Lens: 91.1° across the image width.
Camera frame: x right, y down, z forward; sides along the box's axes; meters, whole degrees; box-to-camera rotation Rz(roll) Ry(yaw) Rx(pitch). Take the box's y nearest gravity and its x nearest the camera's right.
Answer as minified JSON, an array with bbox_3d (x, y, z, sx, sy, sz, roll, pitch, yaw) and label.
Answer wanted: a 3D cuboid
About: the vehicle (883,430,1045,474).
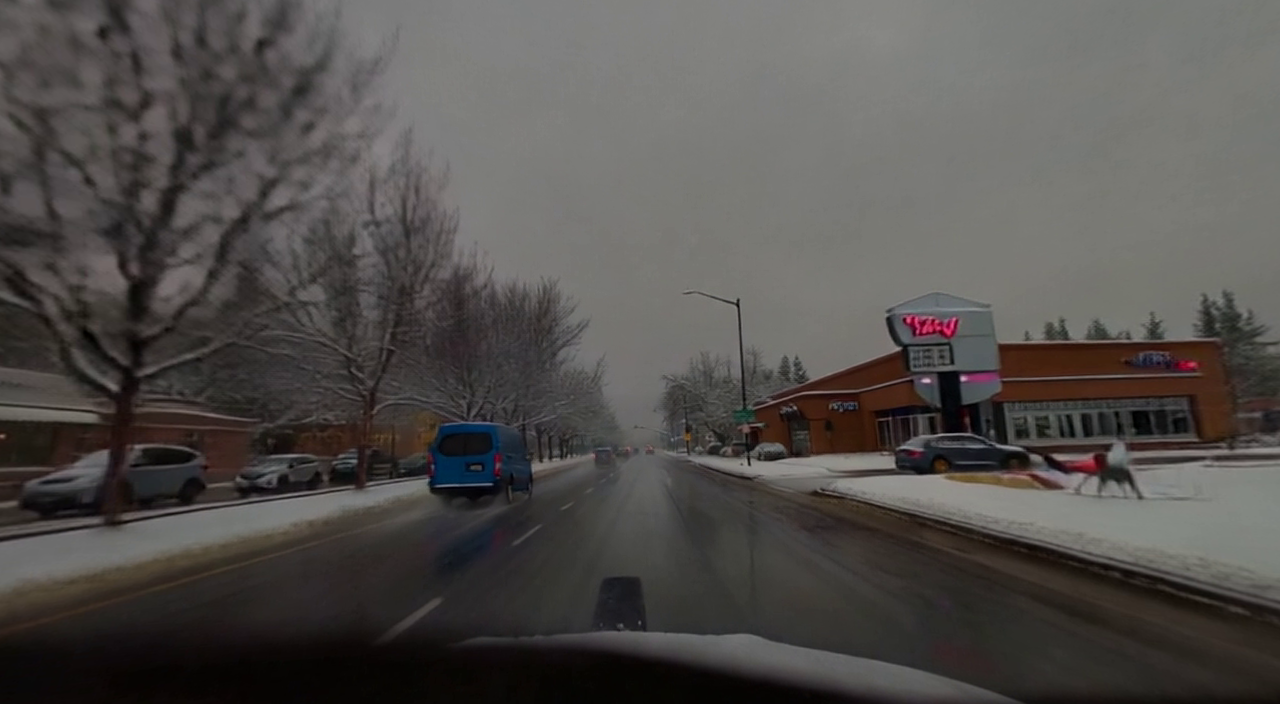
[{"bbox_3d":[11.325,3.534,22.230,4.607,1.471,1.982,0,-9,1],"label":"vehicle"}]

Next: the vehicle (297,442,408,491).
[{"bbox_3d":[-11.752,4.693,26.126,2.332,1.815,4.639,-1,-9,1],"label":"vehicle"}]

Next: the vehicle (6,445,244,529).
[{"bbox_3d":[-11.780,3.054,14.867,2.044,1.649,4.211,0,-9,-1],"label":"vehicle"}]

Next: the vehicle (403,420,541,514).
[{"bbox_3d":[-3.996,2.832,15.971,2.152,1.987,4.952,0,-9,0],"label":"vehicle"}]
